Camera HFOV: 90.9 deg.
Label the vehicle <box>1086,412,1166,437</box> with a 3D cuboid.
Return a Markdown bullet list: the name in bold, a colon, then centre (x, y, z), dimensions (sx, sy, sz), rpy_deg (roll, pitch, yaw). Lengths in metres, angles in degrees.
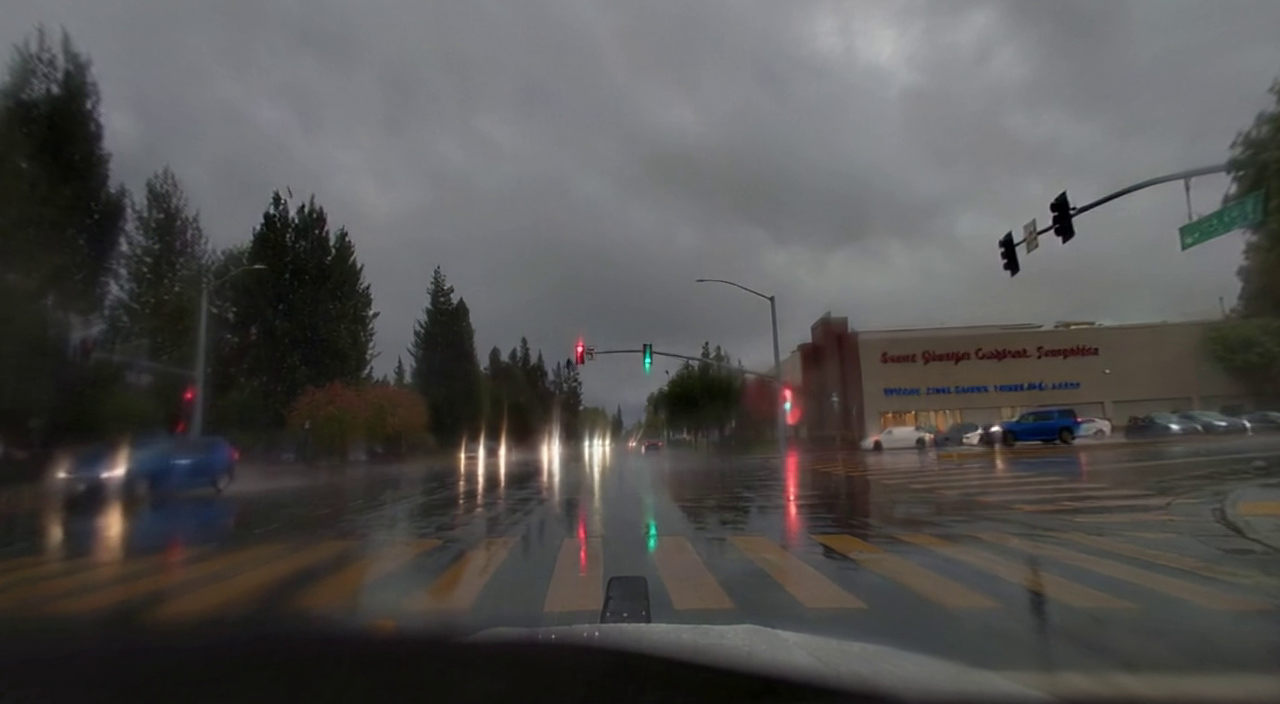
- **vehicle**: centre (31.380, 4.728, 40.810), dimensions (1.823, 1.480, 4.003), rpy_deg (0, -8, -3)

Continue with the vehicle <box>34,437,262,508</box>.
- **vehicle**: centre (-11.824, 2.893, 15.691), dimensions (1.996, 1.489, 4.566), rpy_deg (0, -8, 0)

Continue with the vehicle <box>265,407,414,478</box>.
- **vehicle**: centre (-16.618, 5.230, 36.259), dimensions (3.161, 3.455, 11.058), rpy_deg (0, -8, 0)

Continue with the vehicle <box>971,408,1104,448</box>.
- **vehicle**: centre (17.622, 3.415, 28.094), dimensions (4.566, 1.670, 2.000), rpy_deg (0, -8, -2)

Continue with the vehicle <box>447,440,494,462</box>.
- **vehicle**: centre (-12.087, 7.104, 45.297), dimensions (1.996, 1.482, 4.772), rpy_deg (0, -8, 0)

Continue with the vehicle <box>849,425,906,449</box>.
- **vehicle**: centre (17.470, 6.257, 46.454), dimensions (3.329, 1.415, 1.821), rpy_deg (-6, -9, 2)

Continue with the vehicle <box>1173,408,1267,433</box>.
- **vehicle**: centre (38.375, 4.599, 41.887), dimensions (1.715, 1.480, 4.701), rpy_deg (0, -8, -1)
